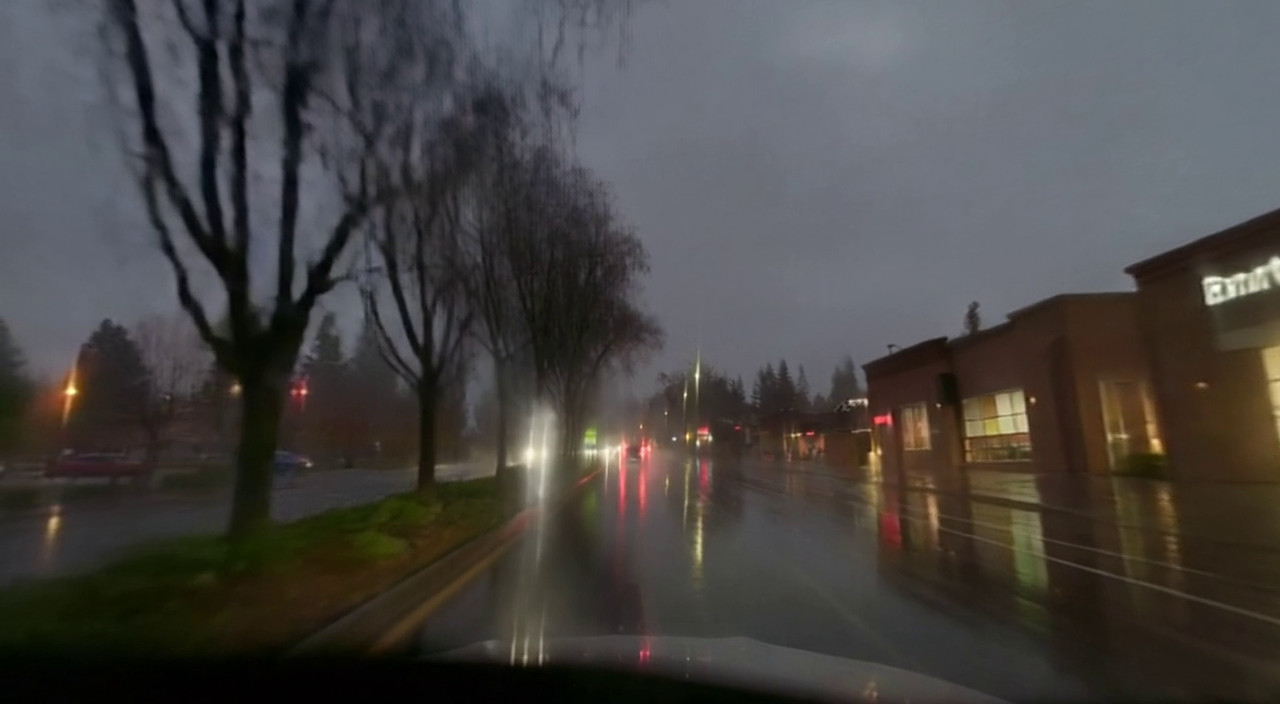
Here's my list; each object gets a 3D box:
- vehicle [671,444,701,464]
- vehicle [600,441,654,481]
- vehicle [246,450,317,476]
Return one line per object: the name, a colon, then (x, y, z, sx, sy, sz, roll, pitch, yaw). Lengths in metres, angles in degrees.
vehicle: (3.566, 7.993, 49.684, 1.910, 1.474, 4.003, 0, -9, -1)
vehicle: (-0.497, 4.379, 25.592, 2.006, 1.487, 3.535, 0, -9, 0)
vehicle: (-23.503, 7.276, 41.500, 3.650, 1.487, 1.757, -1, -8, -1)
